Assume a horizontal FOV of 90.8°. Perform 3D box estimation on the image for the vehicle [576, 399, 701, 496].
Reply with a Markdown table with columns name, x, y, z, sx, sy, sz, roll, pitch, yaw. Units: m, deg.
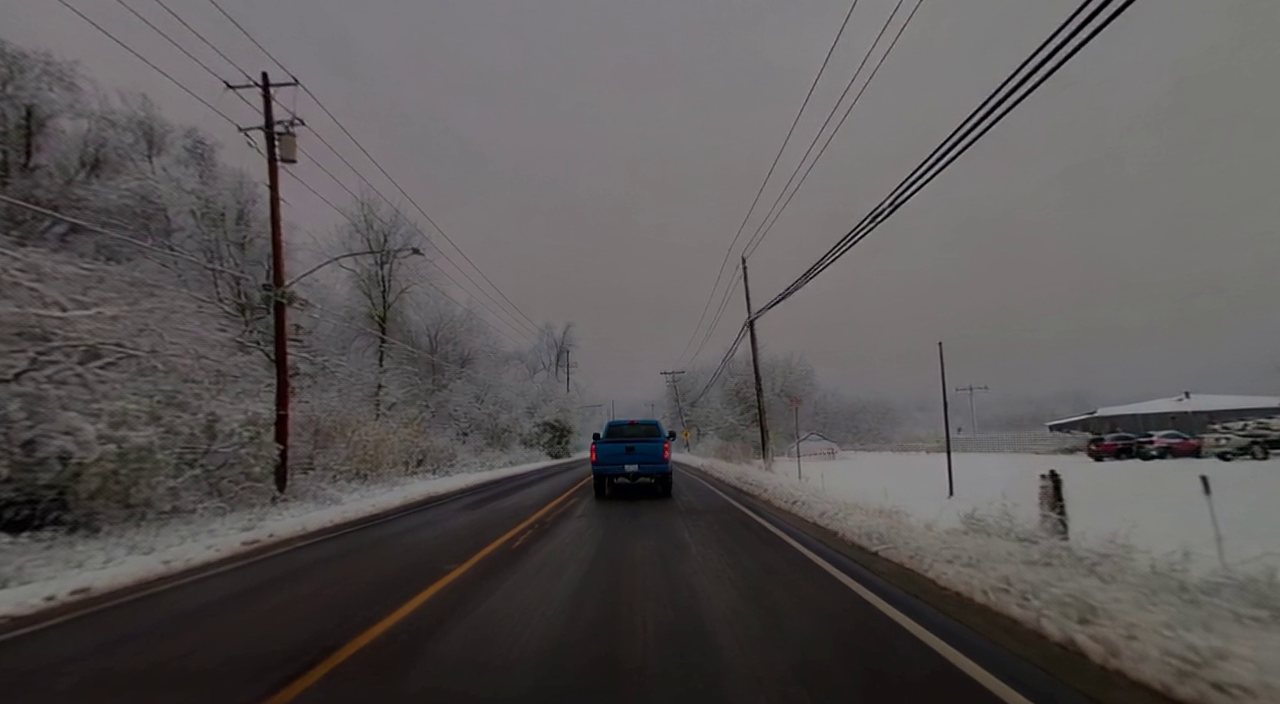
| name | x | y | z | sx | sy | sz | roll | pitch | yaw |
| --- | --- | --- | --- | --- | --- | --- | --- | --- | --- |
| vehicle | -0.073 | 2.874 | 19.110 | 3.021 | 2.326 | 7.410 | 0 | -9 | -1 |

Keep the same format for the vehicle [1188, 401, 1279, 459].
| name | x | y | z | sx | sy | sz | roll | pitch | yaw |
| --- | --- | --- | --- | --- | --- | --- | --- | --- | --- |
| vehicle | 33.655 | 4.151 | 33.373 | 2.581 | 2.932 | 6.340 | 4 | -9 | -27 |

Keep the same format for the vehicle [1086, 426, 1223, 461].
| name | x | y | z | sx | sy | sz | roll | pitch | yaw |
| --- | --- | --- | --- | --- | --- | --- | --- | --- | --- |
| vehicle | 31.438 | 5.661 | 38.977 | 2.323 | 2.002 | 6.310 | 2 | -9 | -13 |
